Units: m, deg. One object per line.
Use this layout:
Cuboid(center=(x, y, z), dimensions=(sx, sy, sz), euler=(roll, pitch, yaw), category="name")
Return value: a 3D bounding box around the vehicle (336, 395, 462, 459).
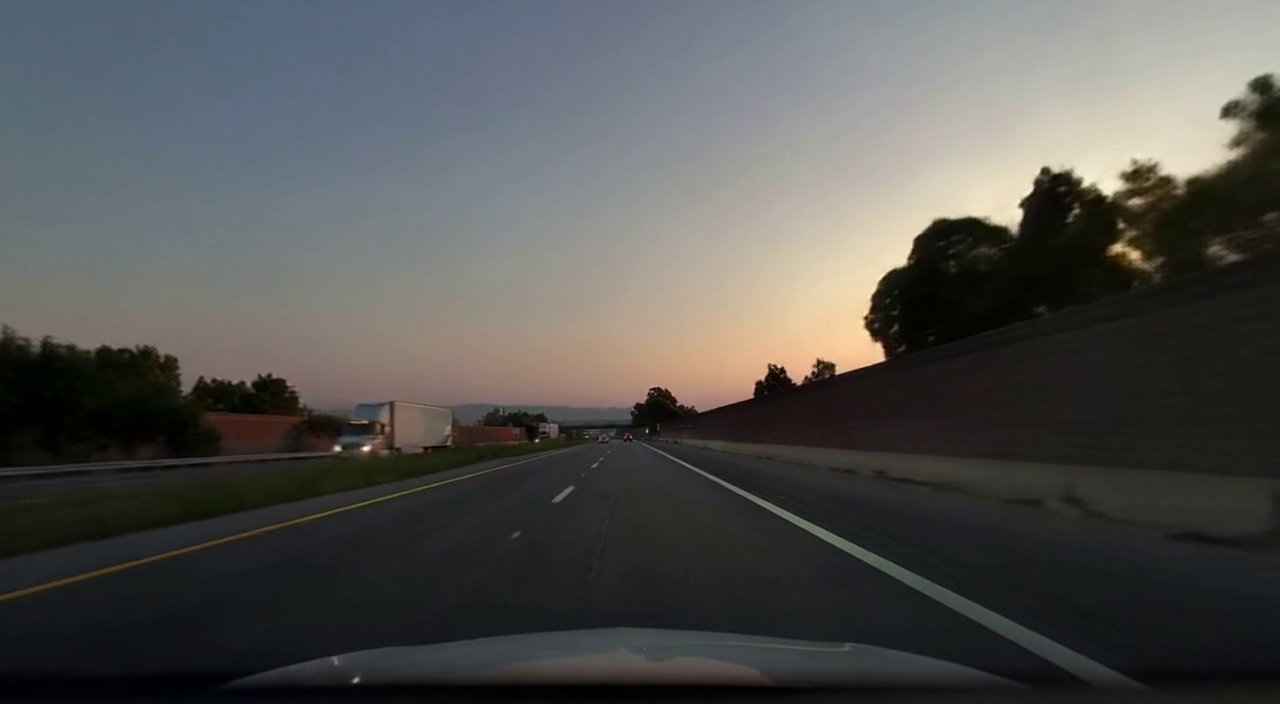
Cuboid(center=(-17.426, 5.799, 47.706), dimensions=(3.459, 3.900, 16.947), euler=(-1, -8, -2), category="vehicle")
